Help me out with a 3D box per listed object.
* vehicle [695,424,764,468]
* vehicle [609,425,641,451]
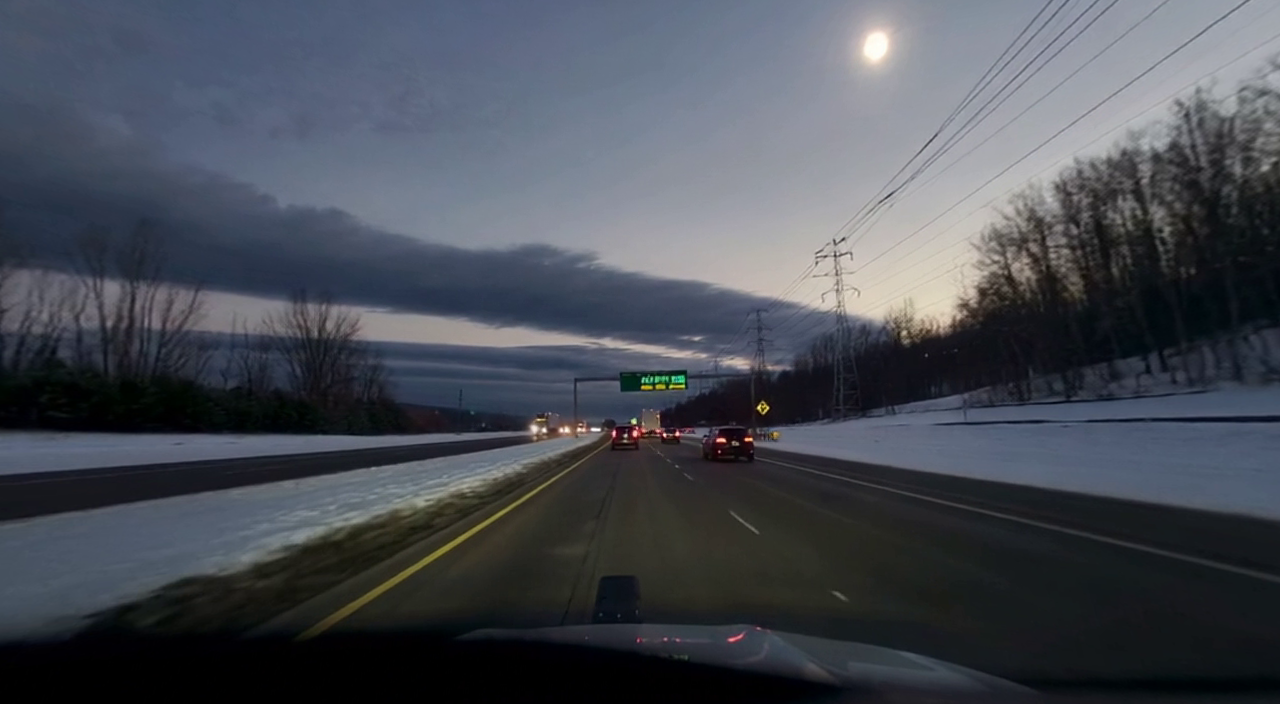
[{"bbox_3d":[3.412,3.657,24.695,2.062,1.581,3.914,0,-8,-1],"label":"vehicle"},{"bbox_3d":[-0.982,5.678,41.452,2.019,1.642,3.790,0,-8,-1],"label":"vehicle"}]
